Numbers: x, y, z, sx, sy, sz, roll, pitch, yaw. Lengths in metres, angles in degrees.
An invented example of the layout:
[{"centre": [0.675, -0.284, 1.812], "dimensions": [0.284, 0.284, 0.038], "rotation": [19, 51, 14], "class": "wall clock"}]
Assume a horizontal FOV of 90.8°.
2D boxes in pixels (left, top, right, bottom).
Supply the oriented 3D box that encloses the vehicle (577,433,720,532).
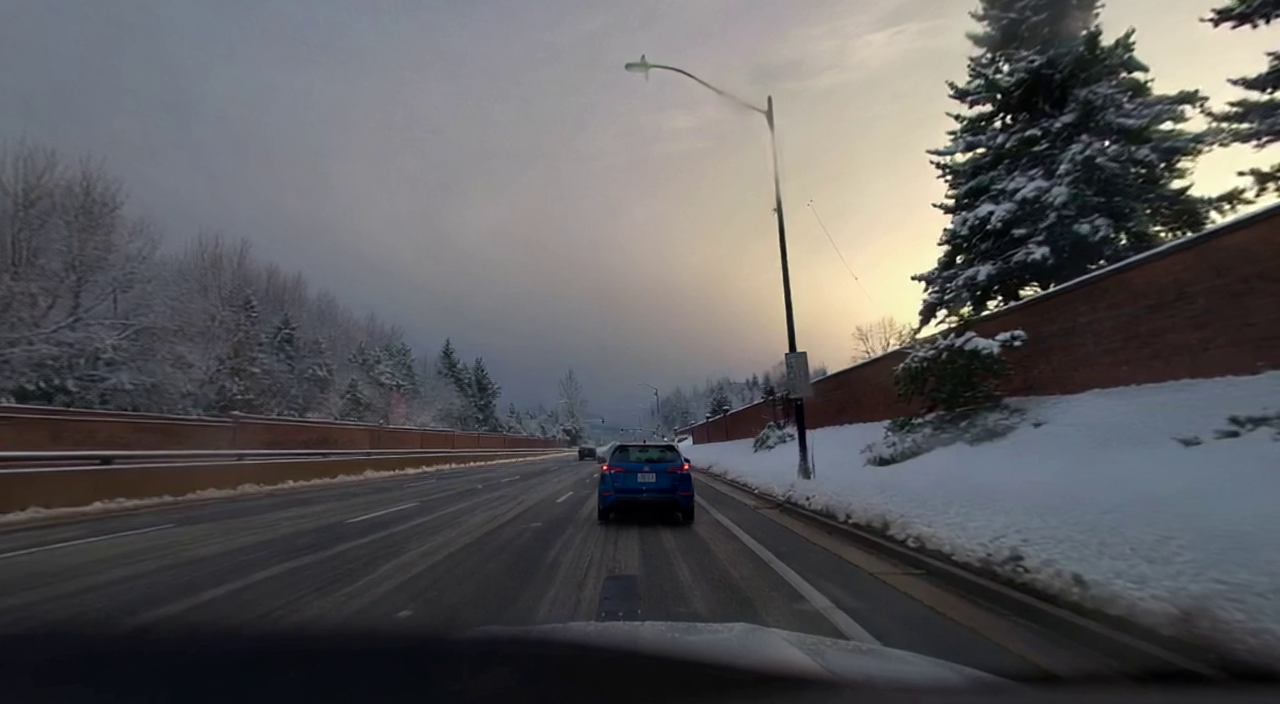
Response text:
[{"centre": [0.121, 2.336, 11.955], "dimensions": [2.205, 1.509, 4.272], "rotation": [0, -8, 0], "class": "vehicle"}]
